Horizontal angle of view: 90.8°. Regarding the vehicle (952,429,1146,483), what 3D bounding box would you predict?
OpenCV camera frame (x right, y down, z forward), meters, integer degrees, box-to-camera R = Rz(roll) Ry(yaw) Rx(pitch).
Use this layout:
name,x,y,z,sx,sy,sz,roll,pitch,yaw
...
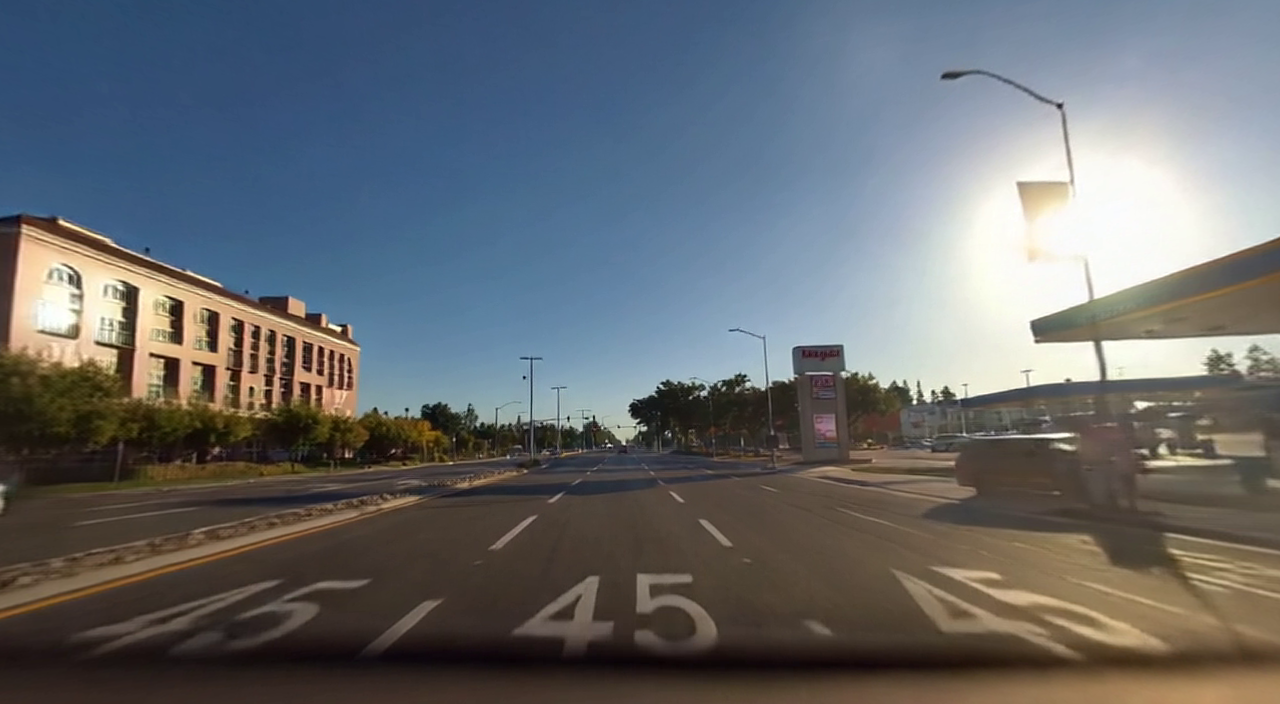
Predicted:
name,x,y,z,sx,sy,sz,roll,pitch,yaw
vehicle,12.399,3.181,19.376,4.548,1.568,1.953,0,-9,-2
